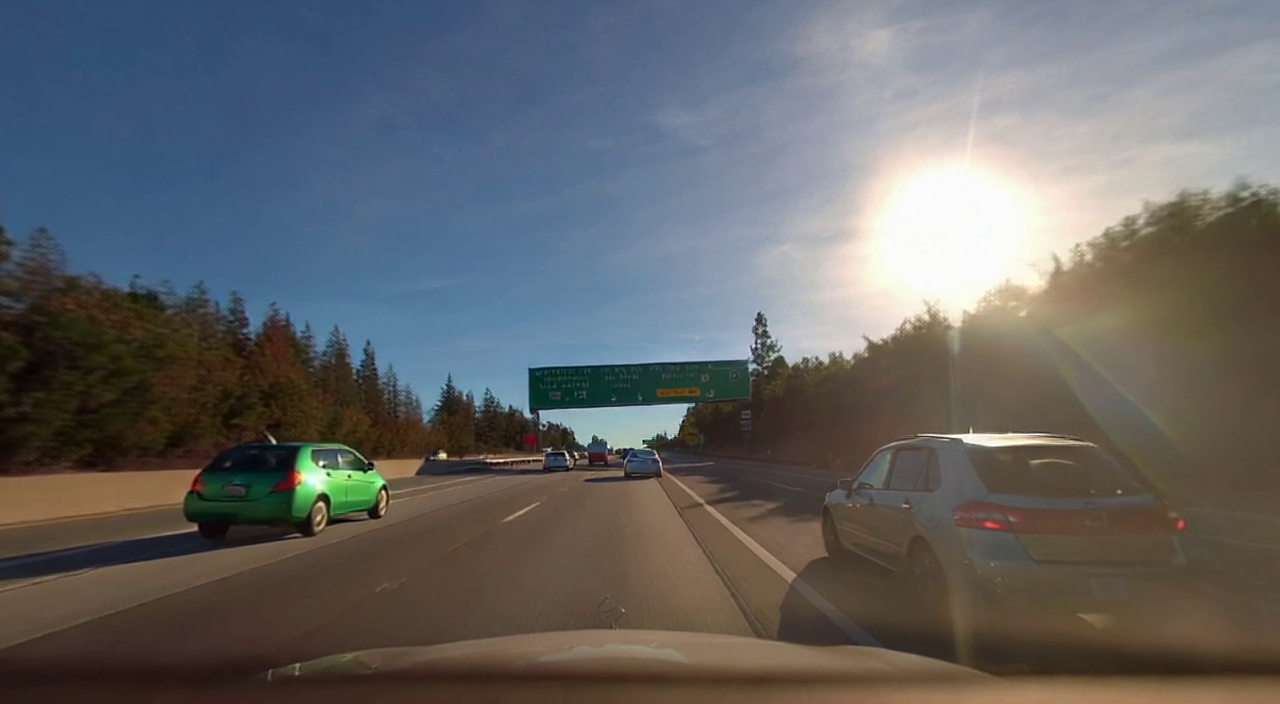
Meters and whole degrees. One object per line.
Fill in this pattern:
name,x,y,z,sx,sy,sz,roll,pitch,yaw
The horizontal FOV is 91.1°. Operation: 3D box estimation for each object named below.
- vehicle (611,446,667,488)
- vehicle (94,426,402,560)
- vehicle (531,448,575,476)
vehicle,-0.057,4.293,23.780,1.940,1.451,3.512,0,-9,-1
vehicle,-5.609,2.055,9.837,2.058,1.626,4.118,0,-9,2
vehicle,-4.928,6.269,36.182,1.892,1.481,4.180,0,-9,0
